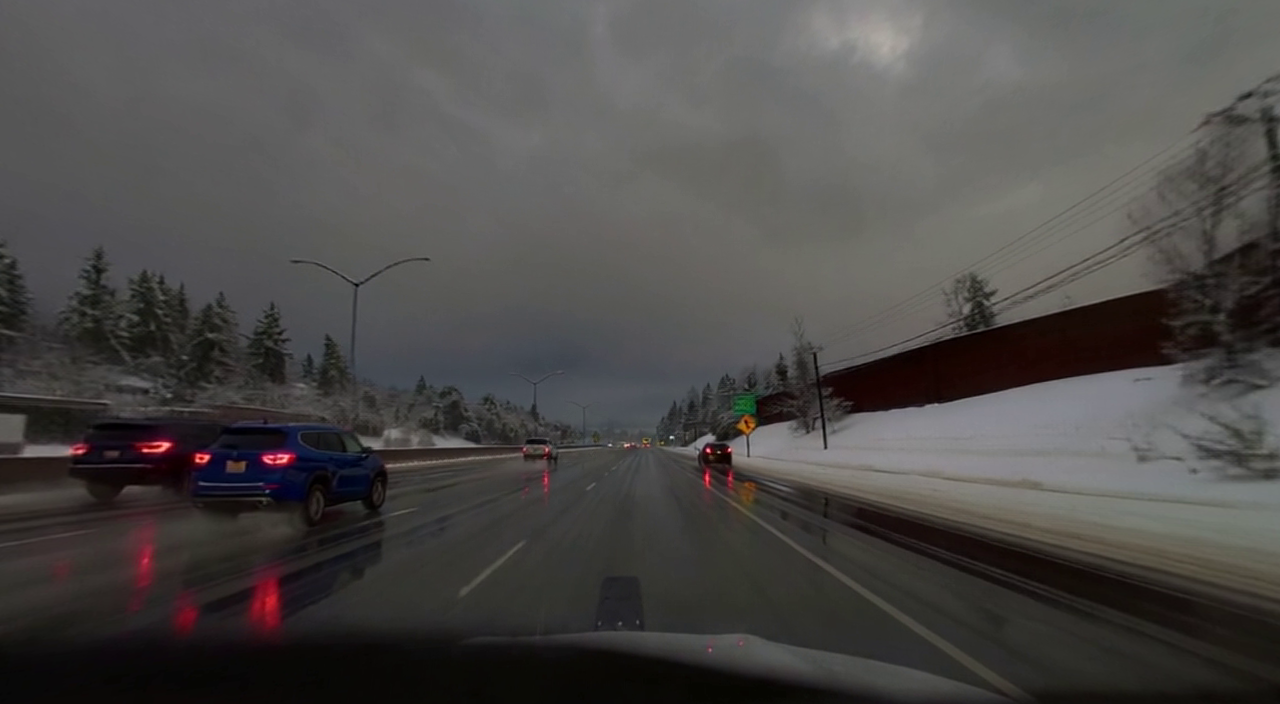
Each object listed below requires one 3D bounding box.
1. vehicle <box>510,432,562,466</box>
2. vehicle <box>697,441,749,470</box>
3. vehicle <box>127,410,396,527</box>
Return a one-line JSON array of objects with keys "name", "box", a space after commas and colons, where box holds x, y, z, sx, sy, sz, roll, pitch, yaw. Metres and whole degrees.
[{"name": "vehicle", "box": [-6.225, 5.881, 38.223, 2.255, 1.934, 4.868, 0, -9, 1]}, {"name": "vehicle", "box": [4.535, 5.768, 35.272, 2.251, 1.520, 4.550, 1, -9, -1]}, {"name": "vehicle", "box": [-6.487, 2.070, 11.642, 2.058, 1.698, 4.567, 0, -9, 1]}]
